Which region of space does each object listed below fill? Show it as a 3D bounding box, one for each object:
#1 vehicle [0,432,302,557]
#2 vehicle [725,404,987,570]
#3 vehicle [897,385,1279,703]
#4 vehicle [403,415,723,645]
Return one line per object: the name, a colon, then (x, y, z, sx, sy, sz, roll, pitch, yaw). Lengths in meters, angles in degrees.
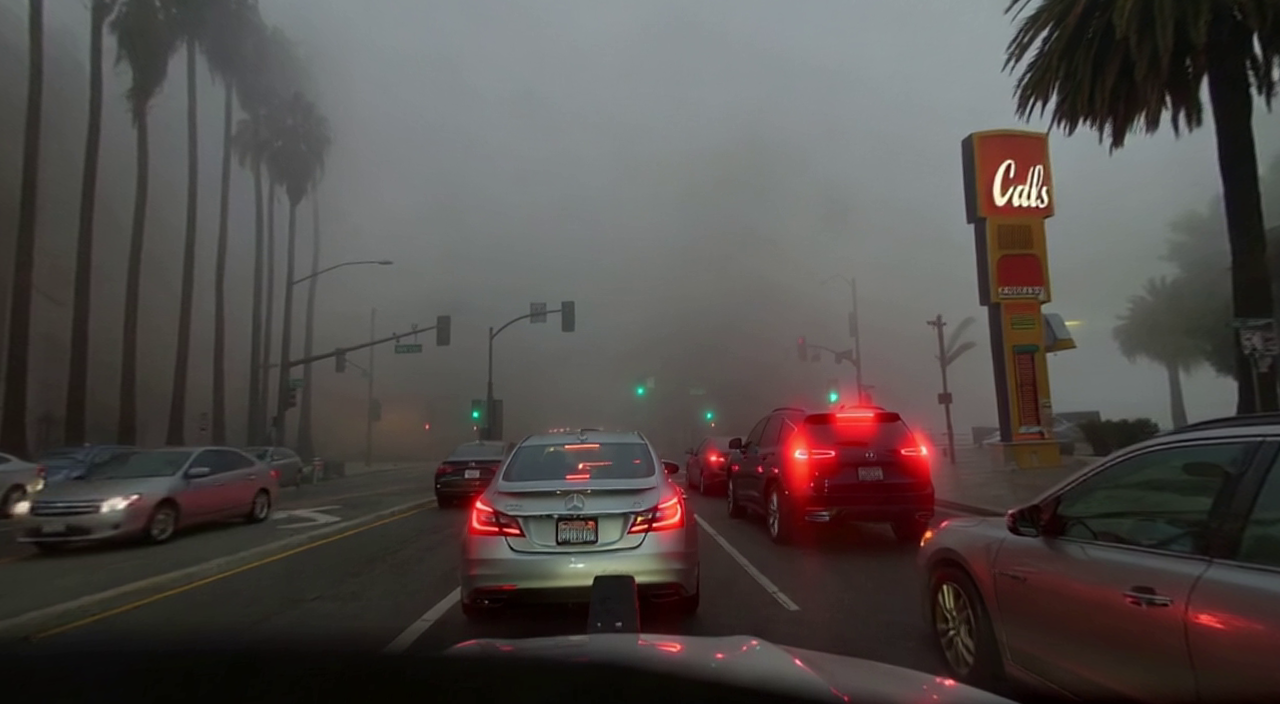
vehicle: (-7.362, 2.050, 9.839, 1.945, 1.494, 4.252, 0, -9, -2)
vehicle: (2.633, 1.785, 9.096, 2.096, 1.775, 4.440, 0, -9, -1)
vehicle: (2.619, 0.817, 1.523, 2.085, 1.469, 4.458, 0, -9, 0)
vehicle: (-0.525, 1.474, 6.257, 2.096, 1.492, 4.071, 0, -9, -1)
